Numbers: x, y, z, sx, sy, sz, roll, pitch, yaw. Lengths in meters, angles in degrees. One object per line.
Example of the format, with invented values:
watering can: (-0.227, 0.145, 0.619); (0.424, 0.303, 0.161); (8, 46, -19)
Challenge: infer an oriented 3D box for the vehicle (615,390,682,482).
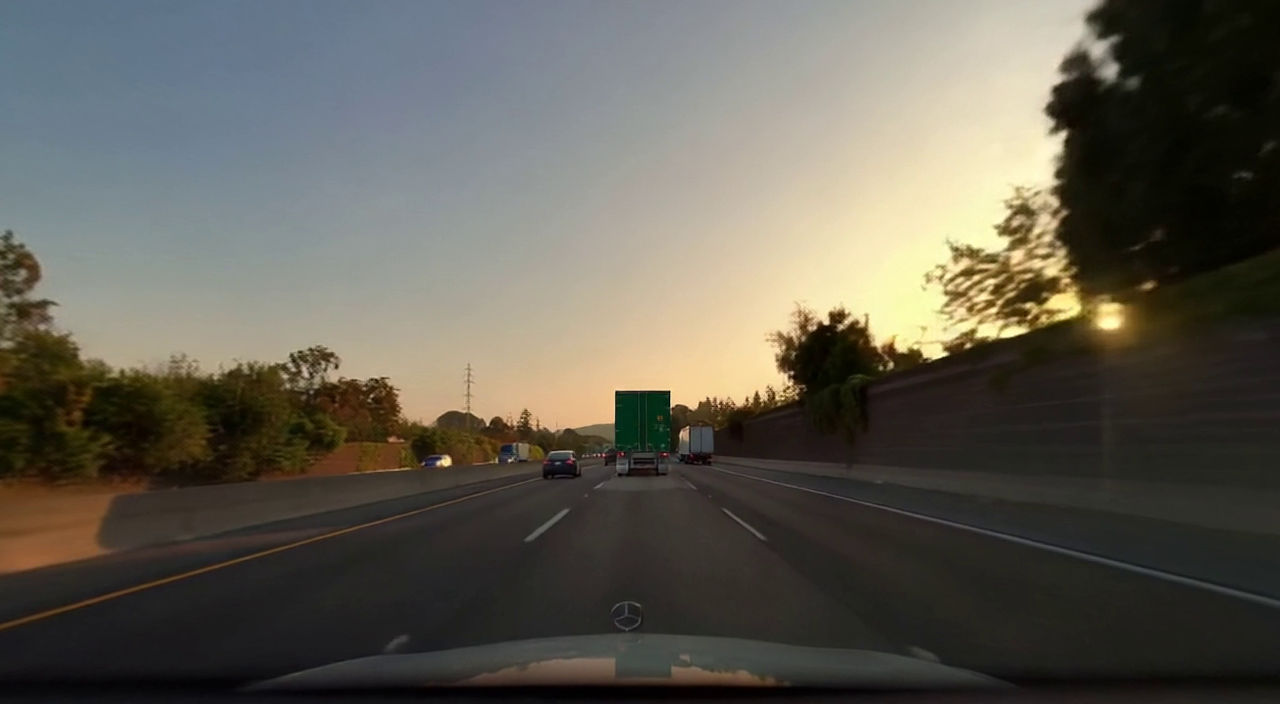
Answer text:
vehicle: (0.296, 4.554, 33.372); (2.932, 4.042, 11.054); (0, -9, -1)

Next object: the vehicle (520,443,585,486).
vehicle: (-3.598, 4.737, 26.896); (2.173, 1.657, 4.401); (0, -9, -1)
